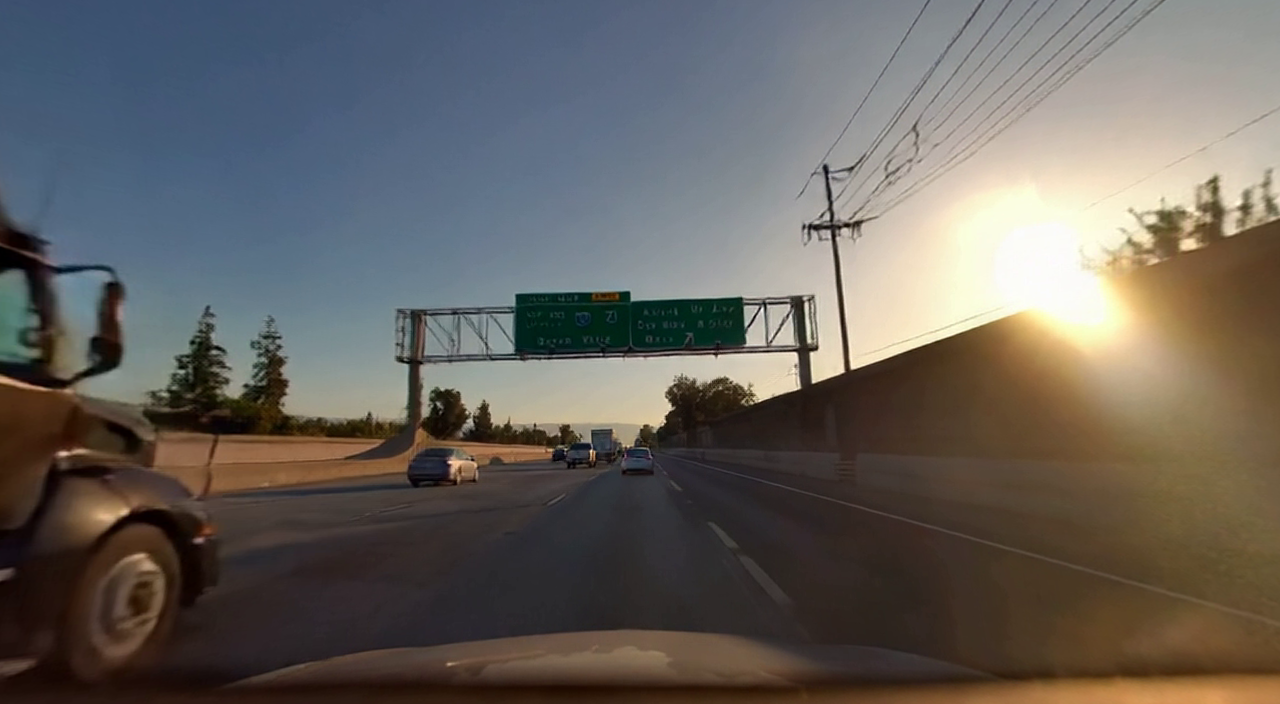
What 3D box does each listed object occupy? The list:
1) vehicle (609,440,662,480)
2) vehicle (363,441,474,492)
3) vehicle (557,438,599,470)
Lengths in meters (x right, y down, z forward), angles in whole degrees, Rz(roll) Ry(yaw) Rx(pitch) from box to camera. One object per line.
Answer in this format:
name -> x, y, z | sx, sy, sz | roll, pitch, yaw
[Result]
vehicle -> -0.176, 4.761, 27.988 | 2.178, 1.640, 4.071 | 0, -9, 1
vehicle -> -7.265, 3.795, 21.249 | 2.025, 1.510, 4.582 | 0, -9, 1
vehicle -> -3.761, 6.284, 39.055 | 2.109, 1.840, 4.614 | 0, -9, 1
